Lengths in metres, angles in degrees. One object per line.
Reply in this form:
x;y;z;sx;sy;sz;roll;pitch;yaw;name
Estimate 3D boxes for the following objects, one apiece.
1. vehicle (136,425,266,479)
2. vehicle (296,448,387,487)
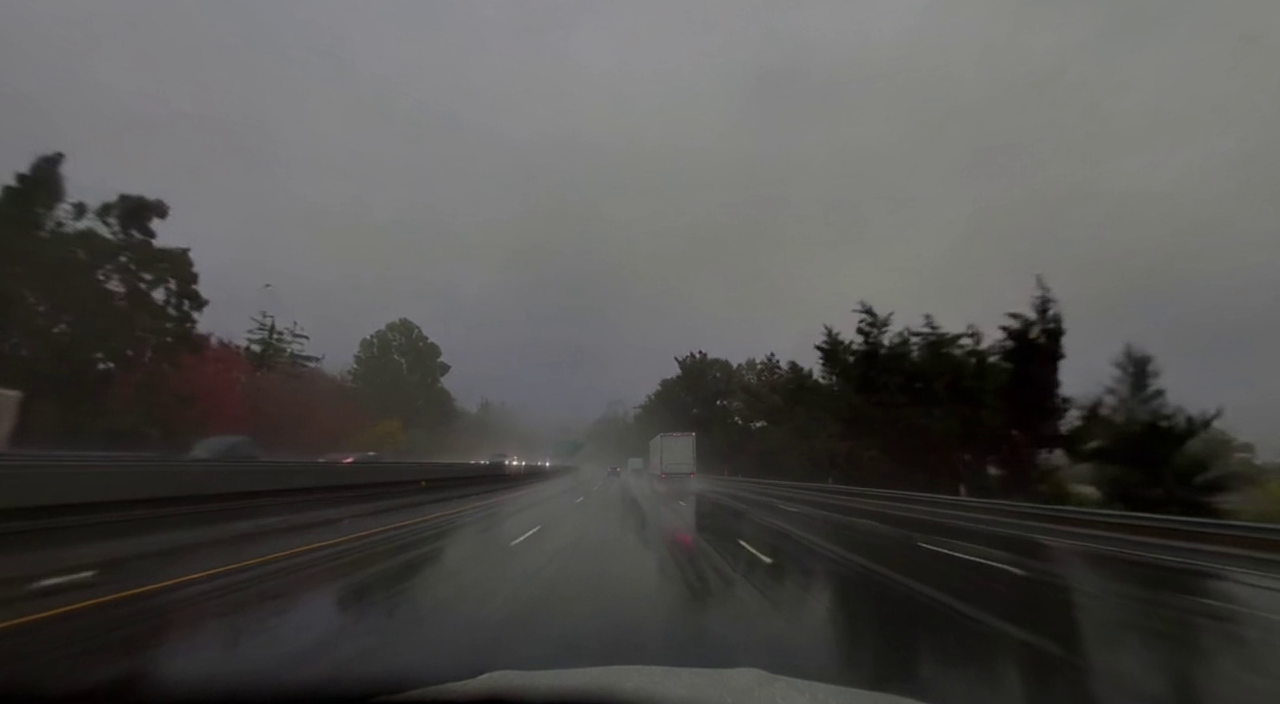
-22.469;5.263;32.717;2.304;2.498;6.255;1;-11;-2;vehicle
-11.934;4.670;25.490;1.797;1.397;3.811;1;-11;-1;vehicle
